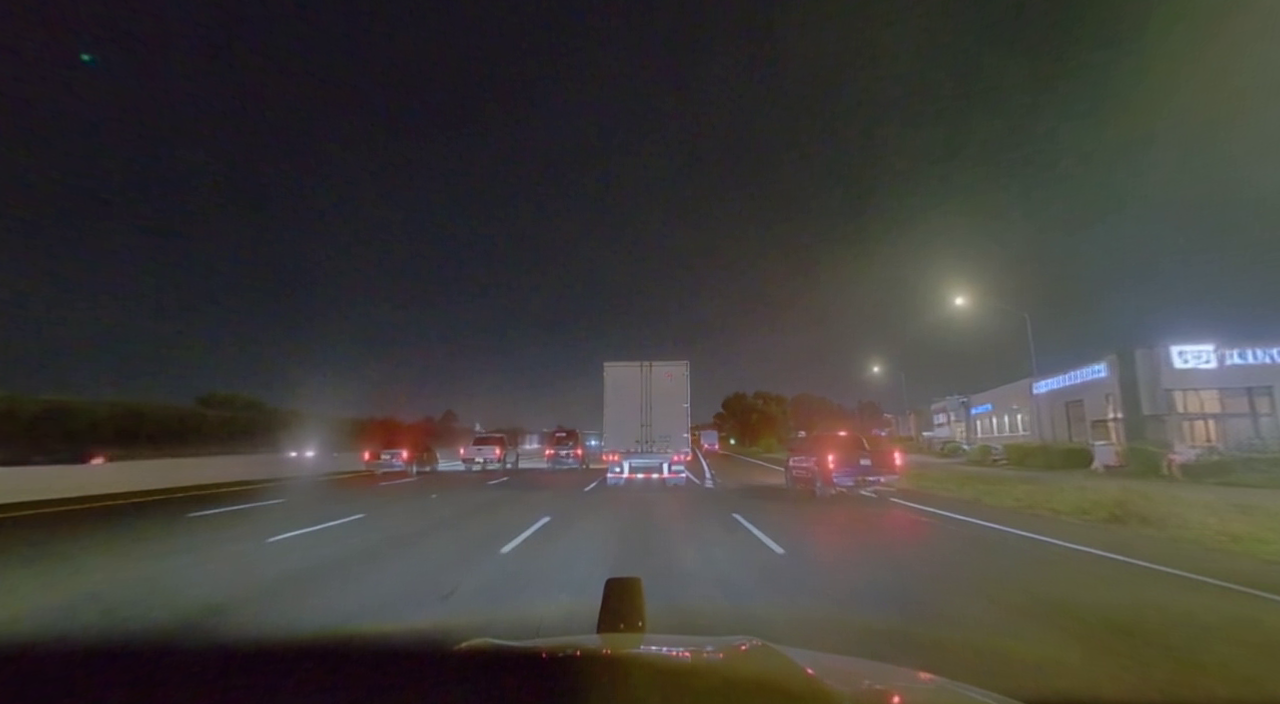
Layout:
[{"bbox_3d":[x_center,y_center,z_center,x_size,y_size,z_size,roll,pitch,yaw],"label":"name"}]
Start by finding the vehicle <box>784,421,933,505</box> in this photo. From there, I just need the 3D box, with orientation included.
[{"bbox_3d":[5.254,2.750,16.024,2.137,1.796,4.817,0,-9,2],"label":"vehicle"}]

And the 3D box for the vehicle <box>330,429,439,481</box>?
[{"bbox_3d":[-10.367,4.237,26.240,2.089,1.885,5.888,0,-9,0],"label":"vehicle"}]

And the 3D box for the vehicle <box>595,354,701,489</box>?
[{"bbox_3d":[0.130,2.674,22.745,2.941,3.794,9.851,0,-9,-1],"label":"vehicle"}]

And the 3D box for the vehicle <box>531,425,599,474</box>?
[{"bbox_3d":[-3.377,4.589,29.755,2.379,2.075,6.169,0,-9,1],"label":"vehicle"}]

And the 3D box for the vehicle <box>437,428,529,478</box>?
[{"bbox_3d":[-6.755,4.455,28.038,2.479,1.978,5.952,0,-9,1],"label":"vehicle"}]
